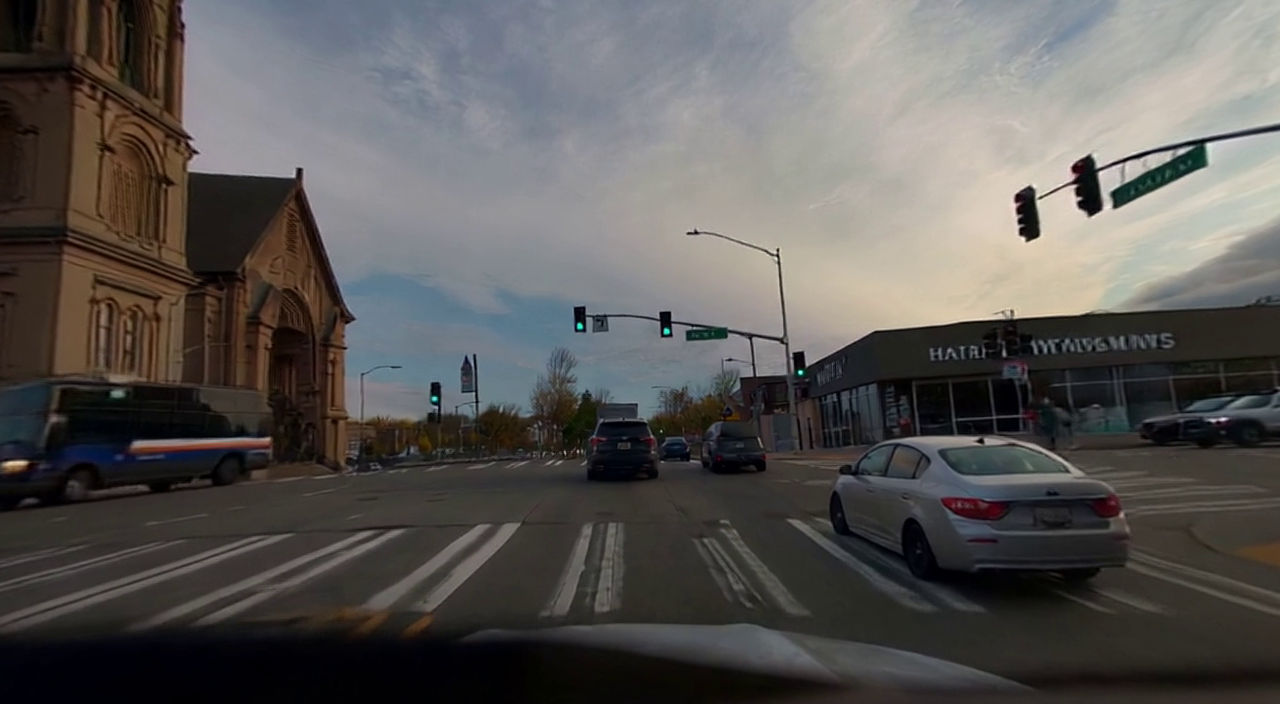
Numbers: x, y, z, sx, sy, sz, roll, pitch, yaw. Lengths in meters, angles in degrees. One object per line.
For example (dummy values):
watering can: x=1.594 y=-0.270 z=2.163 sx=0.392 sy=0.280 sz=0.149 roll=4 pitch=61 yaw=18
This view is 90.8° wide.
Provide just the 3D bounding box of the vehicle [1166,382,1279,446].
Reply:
vehicle: x=17.052 y=1.694 z=16.809 sx=4.255 sy=1.590 sz=1.999 roll=0 pitch=-8 yaw=0

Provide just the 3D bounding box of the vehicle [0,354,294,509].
vehicle: x=-14.905 y=2.543 z=19.791 sx=3.126 sy=3.773 sz=8.662 roll=0 pitch=-8 yaw=0

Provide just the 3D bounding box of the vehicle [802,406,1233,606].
vehicle: x=3.426 y=1.471 z=7.023 sx=1.883 sy=1.472 sz=4.471 roll=0 pitch=-8 yaw=-2

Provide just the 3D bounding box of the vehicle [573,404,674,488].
vehicle: x=-0.488 y=2.323 z=15.711 sx=2.168 sy=1.776 sz=4.135 roll=0 pitch=-8 yaw=-4

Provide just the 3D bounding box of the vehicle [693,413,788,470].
vehicle: x=2.824 y=2.644 z=18.719 sx=1.890 sy=1.491 sz=4.166 roll=0 pitch=-8 yaw=-4
